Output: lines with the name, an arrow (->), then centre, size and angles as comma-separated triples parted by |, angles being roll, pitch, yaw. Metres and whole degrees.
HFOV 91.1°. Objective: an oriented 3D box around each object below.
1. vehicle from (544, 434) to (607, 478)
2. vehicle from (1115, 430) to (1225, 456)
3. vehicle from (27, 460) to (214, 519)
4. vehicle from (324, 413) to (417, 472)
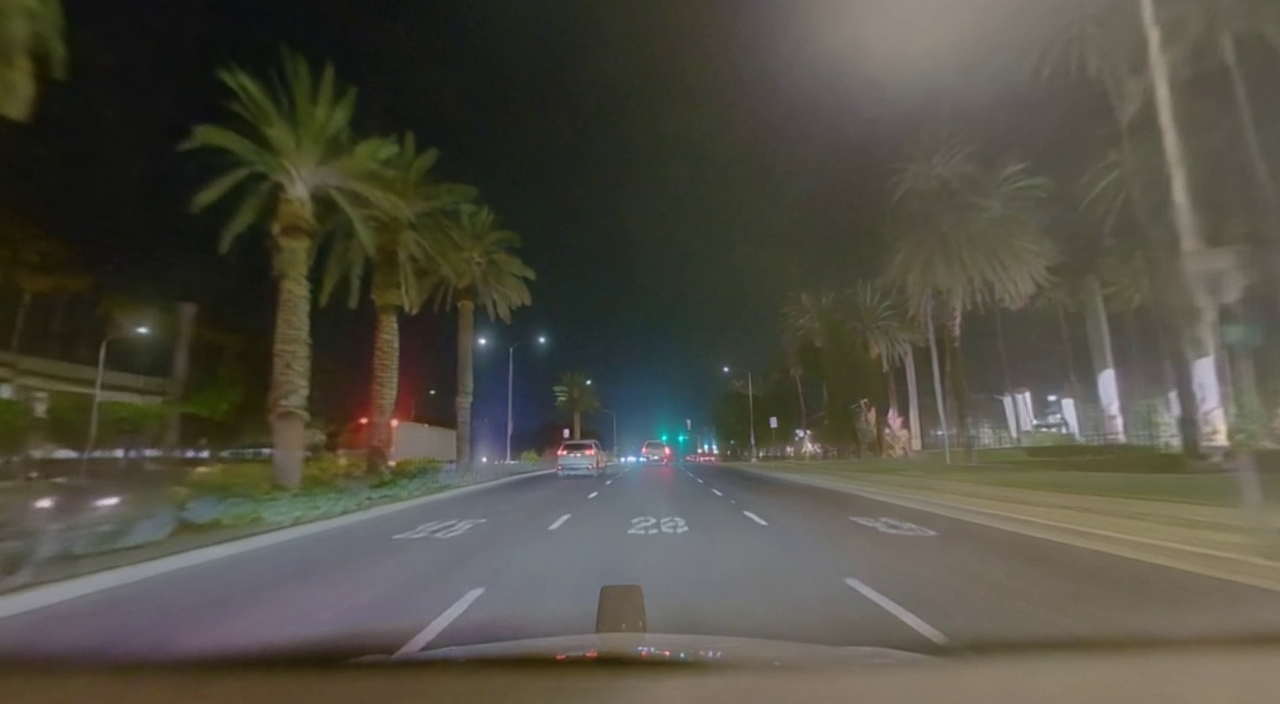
vehicle -> -2.895, 4.790, 29.206 | 2.188, 1.819, 4.667 | -1, -8, 3
vehicle -> 32.375, 5.577, 38.518 | 4.637, 1.545, 1.925 | -3, -9, 19
vehicle -> -16.346, 4.309, 20.149 | 2.255, 1.551, 4.298 | 0, -8, 1
vehicle -> -19.908, 6.895, 46.949 | 3.298, 4.031, 7.060 | 0, -10, 3
